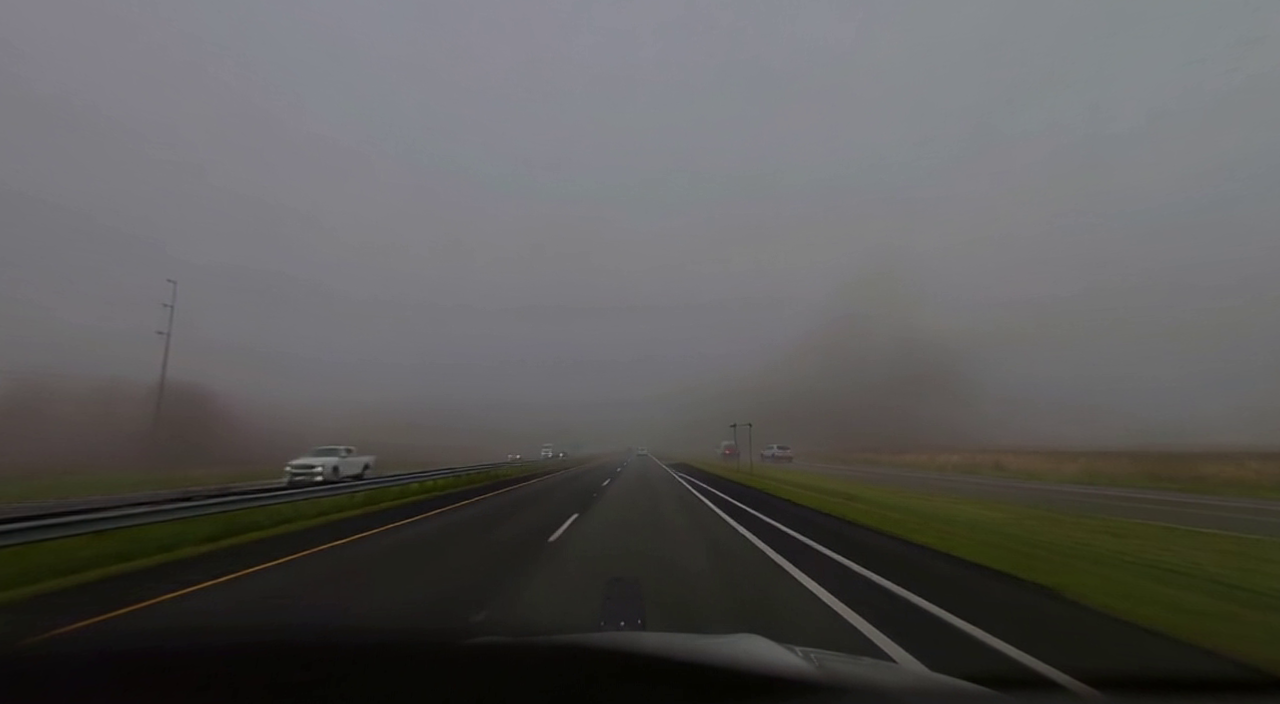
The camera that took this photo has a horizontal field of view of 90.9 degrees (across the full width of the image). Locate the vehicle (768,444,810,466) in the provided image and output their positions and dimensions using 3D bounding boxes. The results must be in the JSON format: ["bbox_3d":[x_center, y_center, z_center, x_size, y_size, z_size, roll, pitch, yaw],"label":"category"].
[{"bbox_3d":[11.461,8.003,48.898,2.076,1.599,4.528,0,-9,-1],"label":"vehicle"}]

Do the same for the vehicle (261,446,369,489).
[{"bbox_3d":[-12.339,4.384,24.282,1.895,1.502,4.256,0,-9,0],"label":"vehicle"}]
